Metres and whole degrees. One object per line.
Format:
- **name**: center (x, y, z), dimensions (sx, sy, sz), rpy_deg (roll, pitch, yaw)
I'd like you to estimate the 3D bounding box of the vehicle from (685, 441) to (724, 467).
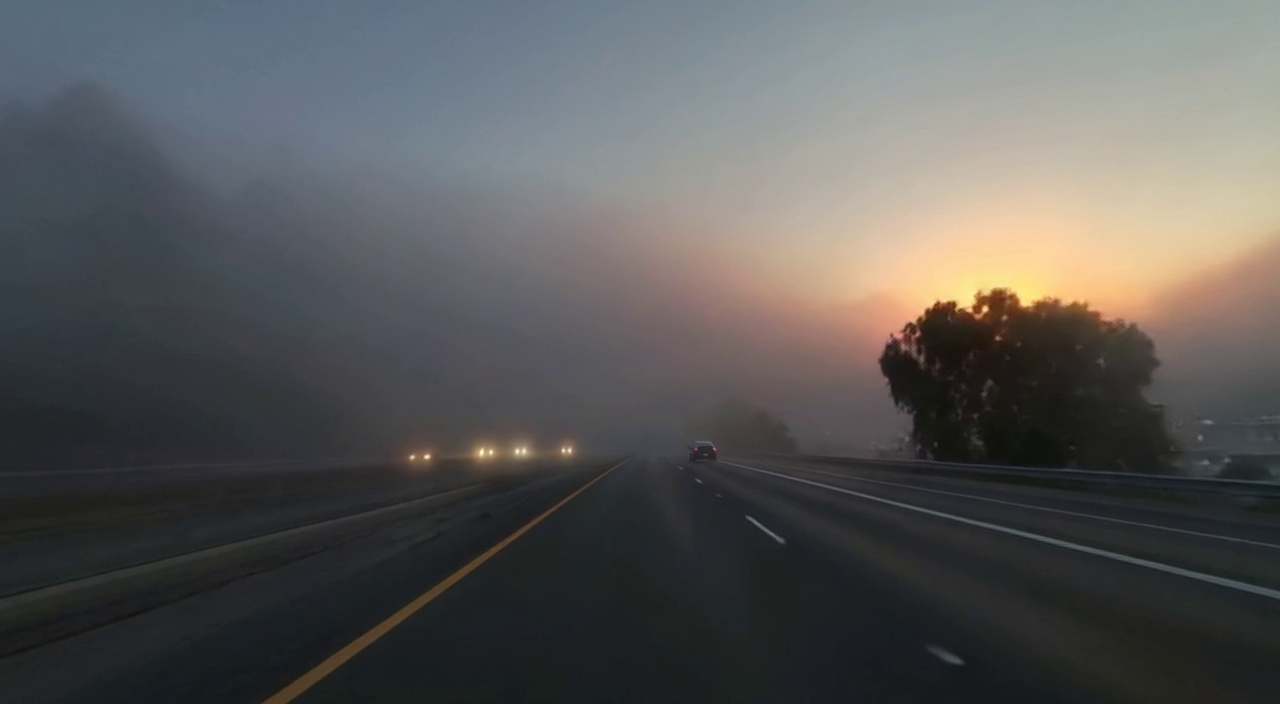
- **vehicle**: center (4.084, 6.539, 40.635), dimensions (2.062, 1.518, 4.026), rpy_deg (0, -8, 0)
